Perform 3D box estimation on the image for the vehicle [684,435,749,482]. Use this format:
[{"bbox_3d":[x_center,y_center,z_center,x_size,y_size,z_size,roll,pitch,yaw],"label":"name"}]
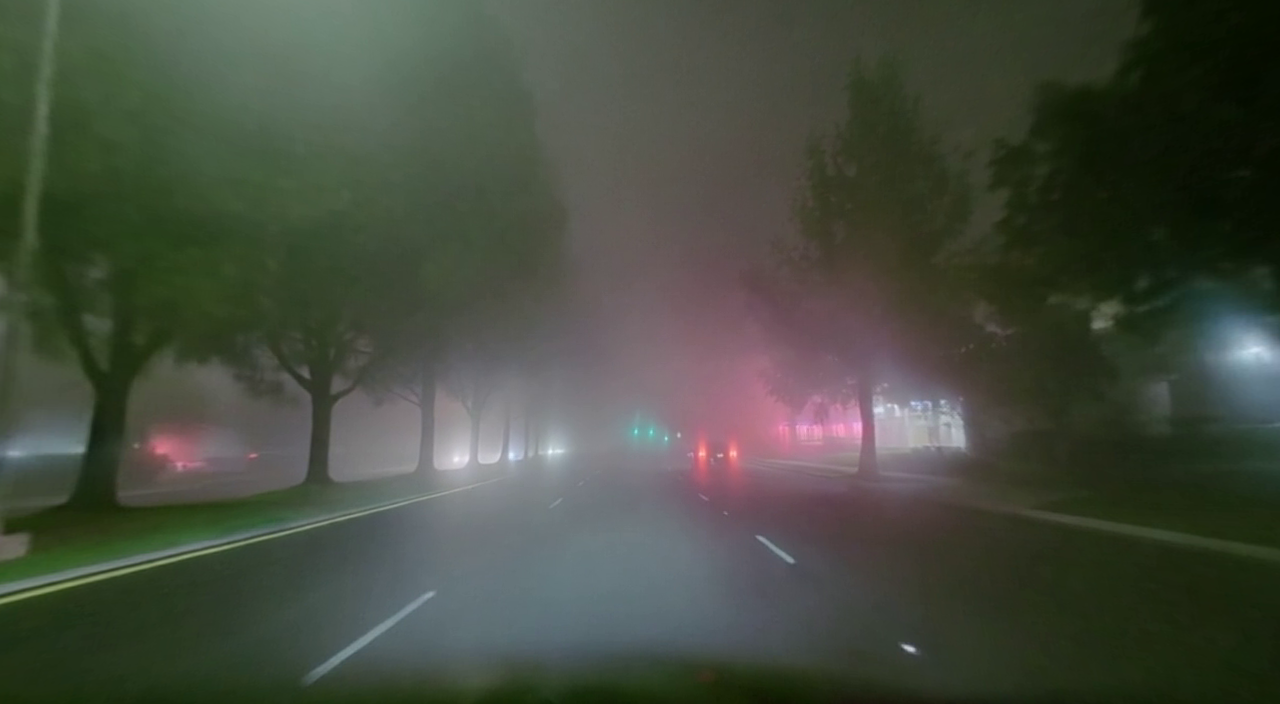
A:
[{"bbox_3d":[3.042,4.340,26.026,2.083,1.743,4.354,1,-8,-1],"label":"vehicle"}]
